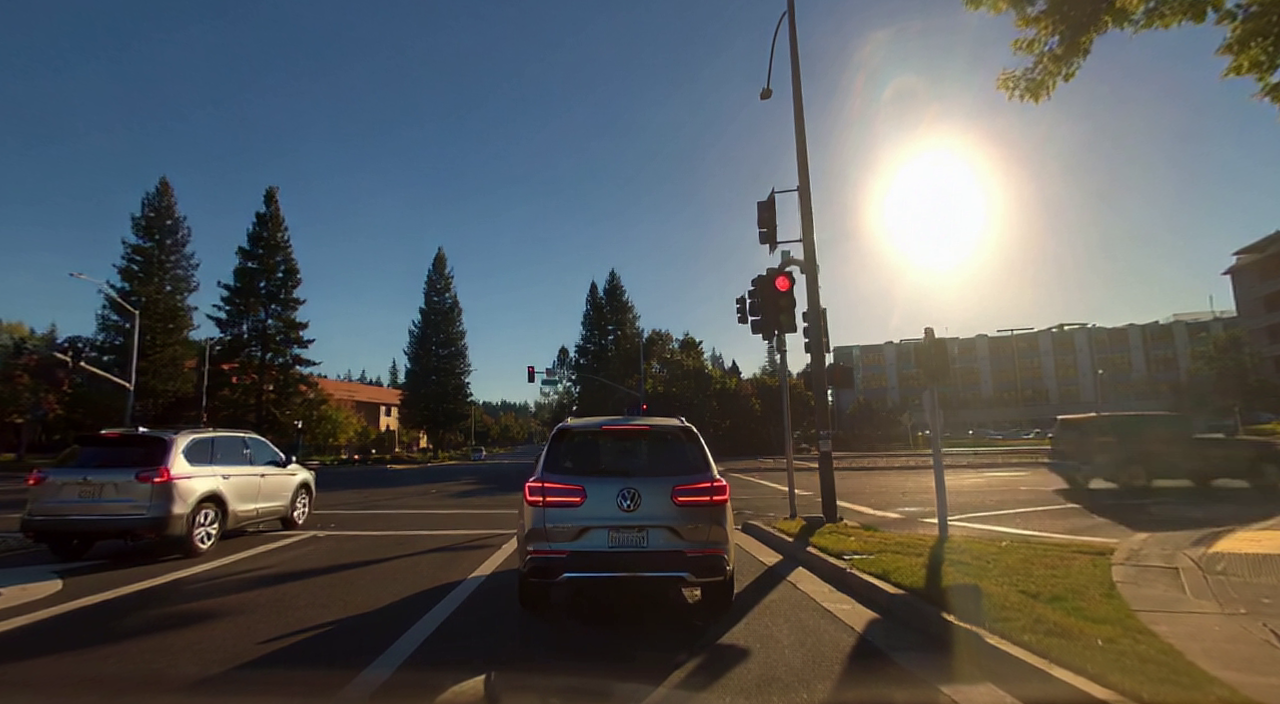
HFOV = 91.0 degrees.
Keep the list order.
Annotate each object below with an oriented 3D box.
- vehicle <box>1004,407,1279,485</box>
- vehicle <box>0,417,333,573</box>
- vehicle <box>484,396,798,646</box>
[{"bbox_3d":[13.077,2.466,16.482,5.623,1.843,2.147,-1,-9,8],"label":"vehicle"},{"bbox_3d":[-6.391,1.896,9.126,2.020,1.695,4.187,1,-9,-5],"label":"vehicle"},{"bbox_3d":[-0.143,1.456,6.457,2.154,1.670,4.140,1,-9,-5],"label":"vehicle"}]
